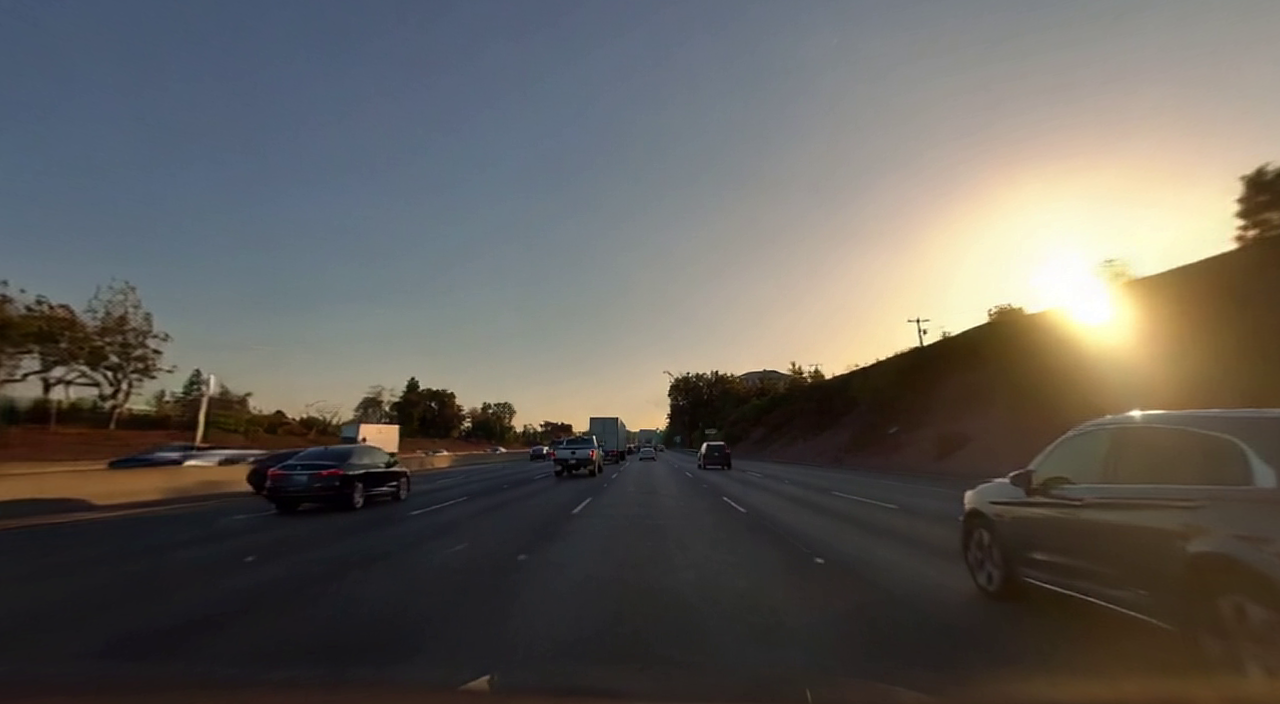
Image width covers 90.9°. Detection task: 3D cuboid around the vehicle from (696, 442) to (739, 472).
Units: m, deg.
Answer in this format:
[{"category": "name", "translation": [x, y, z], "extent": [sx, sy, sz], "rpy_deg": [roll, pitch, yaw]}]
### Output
[{"category": "vehicle", "translation": [4.613, 6.280, 37.856], "extent": [2.026, 1.661, 3.865], "rpy_deg": [0, -9, -1]}]

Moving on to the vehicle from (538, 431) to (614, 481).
[{"category": "vehicle", "translation": [-2.739, 4.698, 28.769], "extent": [2.645, 2.023, 6.491], "rpy_deg": [0, -9, 1]}]

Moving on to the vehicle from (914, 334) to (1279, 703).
[{"category": "vehicle", "translation": [3.279, 0.891, 2.998], "extent": [2.028, 1.658, 4.334], "rpy_deg": [0, -9, 1]}]

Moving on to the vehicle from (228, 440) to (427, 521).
[{"category": "vehicle", "translation": [-6.617, 2.738, 14.040], "extent": [2.235, 1.506, 4.159], "rpy_deg": [0, -9, 1]}]
